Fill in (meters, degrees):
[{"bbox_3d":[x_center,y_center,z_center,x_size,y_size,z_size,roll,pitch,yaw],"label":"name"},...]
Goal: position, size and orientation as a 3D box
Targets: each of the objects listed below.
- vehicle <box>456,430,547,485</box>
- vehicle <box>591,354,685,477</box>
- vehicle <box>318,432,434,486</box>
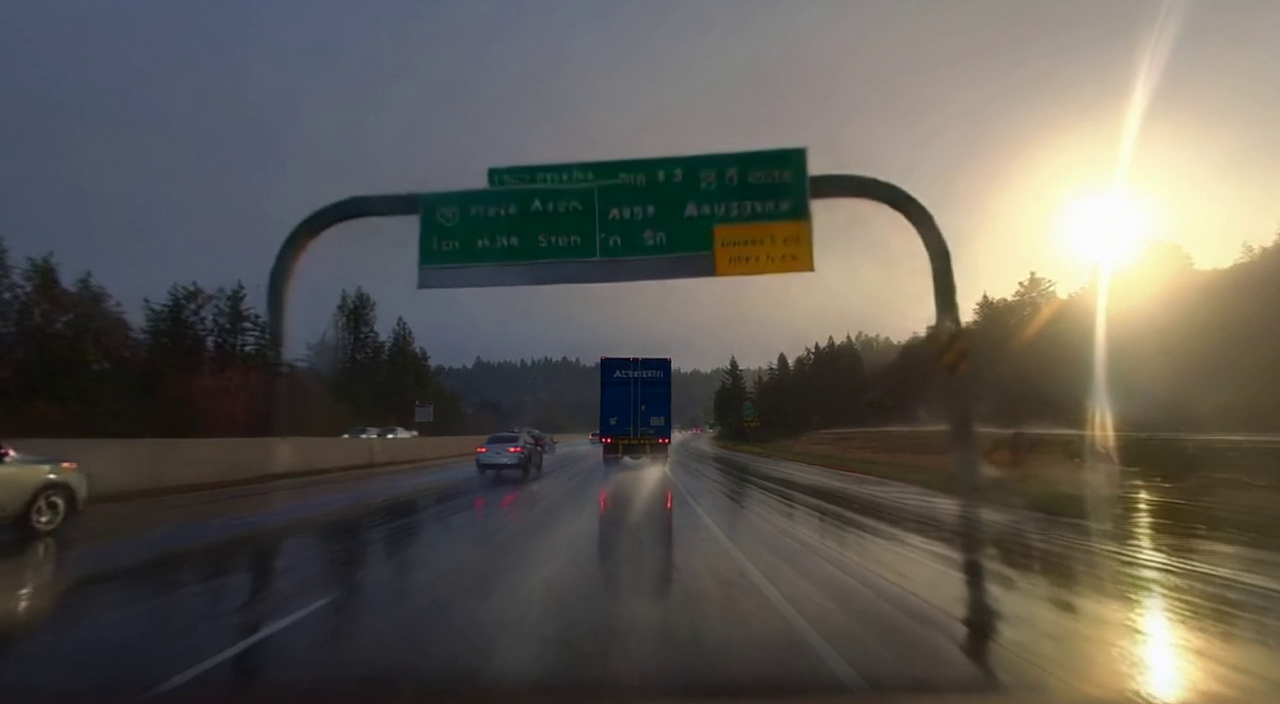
[{"bbox_3d":[-4.110,3.176,19.321,1.933,1.492,3.838,0,-8,0],"label":"vehicle"},{"bbox_3d":[-0.228,2.810,26.415,3.118,4.106,10.719,0,-8,-2],"label":"vehicle"},{"bbox_3d":[-8.121,3.283,19.792,1.943,1.500,4.011,0,-8,-1],"label":"vehicle"}]
